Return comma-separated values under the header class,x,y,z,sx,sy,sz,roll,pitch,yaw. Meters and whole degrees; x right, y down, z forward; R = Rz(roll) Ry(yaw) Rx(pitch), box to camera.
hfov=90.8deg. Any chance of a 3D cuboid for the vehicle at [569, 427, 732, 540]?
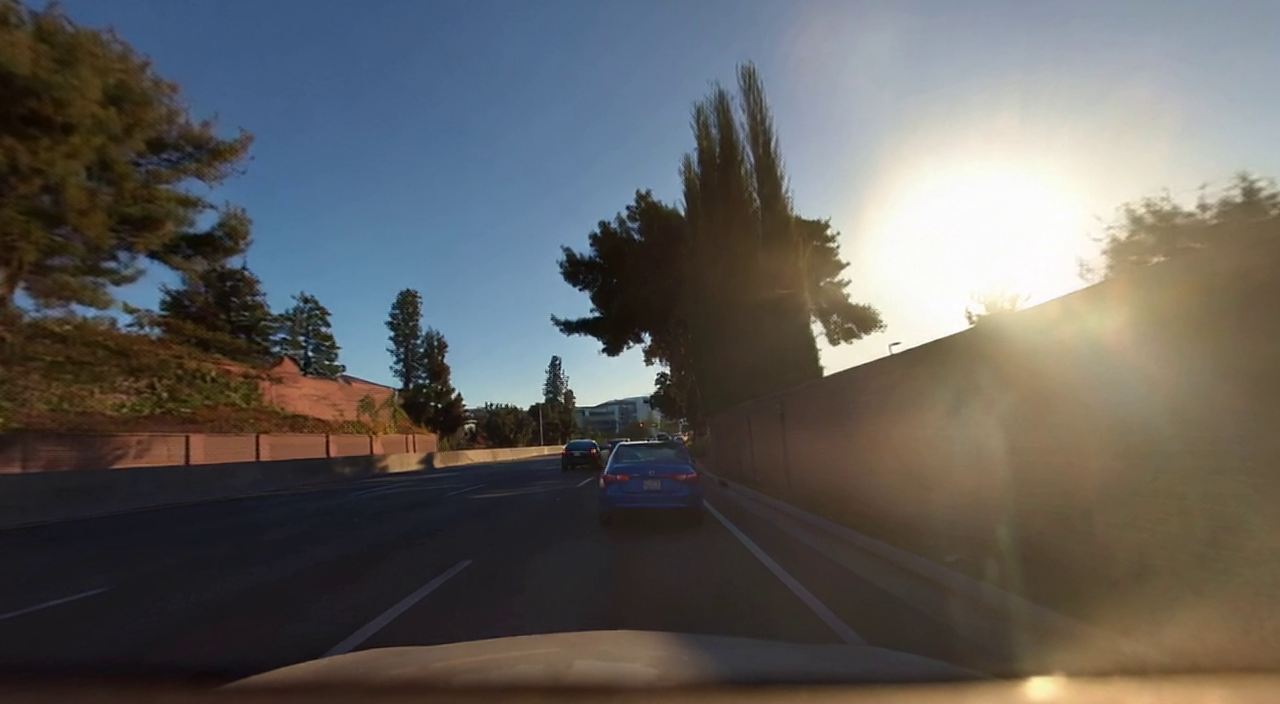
class,x,y,z,sx,sy,sz,roll,pitch,yaw
vehicle,0.093,2.094,10.754,2.205,1.509,4.272,0,-8,-1
